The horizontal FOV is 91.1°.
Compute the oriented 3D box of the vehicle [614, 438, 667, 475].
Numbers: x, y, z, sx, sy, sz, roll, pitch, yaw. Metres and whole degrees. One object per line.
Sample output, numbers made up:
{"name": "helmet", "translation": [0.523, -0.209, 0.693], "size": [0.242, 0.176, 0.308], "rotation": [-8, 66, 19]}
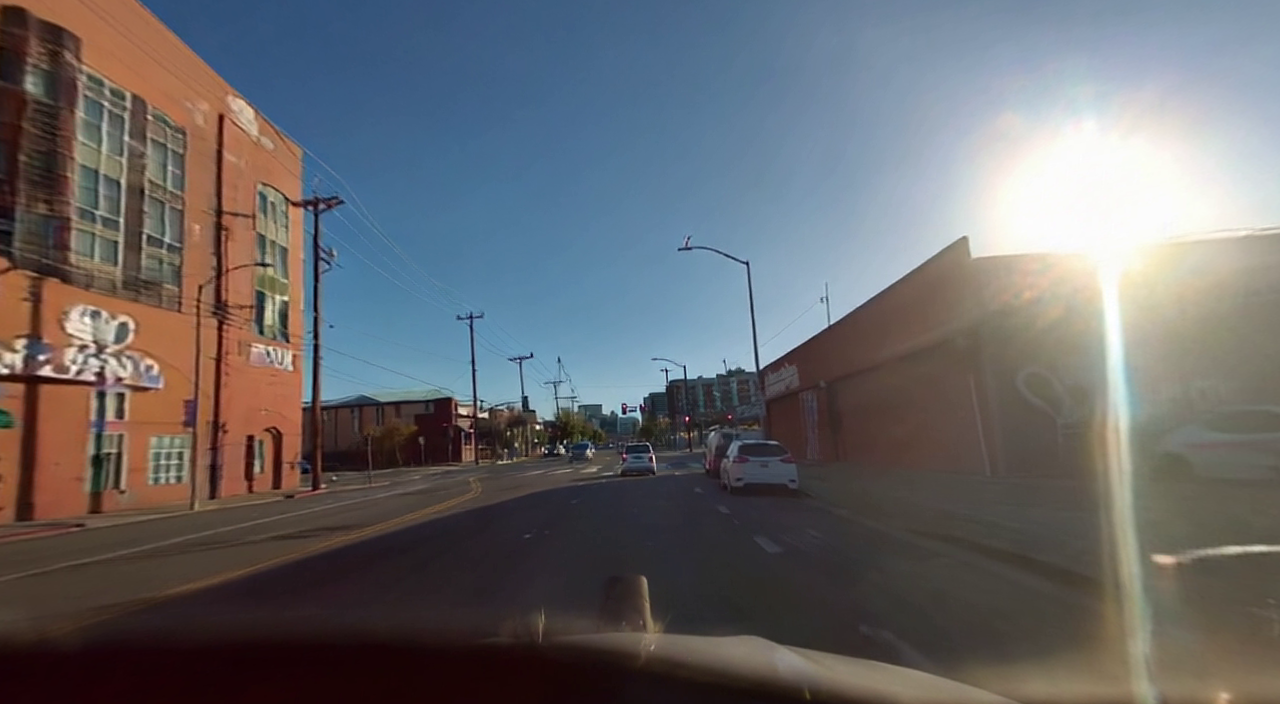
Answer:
{"name": "vehicle", "translation": [0.012, 4.615, 27.899], "size": [2.153, 1.505, 4.452], "rotation": [0, -9, 0]}

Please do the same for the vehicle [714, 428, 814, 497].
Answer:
{"name": "vehicle", "translation": [3.378, 3.110, 18.075], "size": [1.938, 1.714, 4.402], "rotation": [0, -9, -1]}

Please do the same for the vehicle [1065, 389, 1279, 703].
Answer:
{"name": "vehicle", "translation": [3.127, 0.726, 0.937], "size": [2.062, 1.535, 4.206], "rotation": [0, -9, 1]}
